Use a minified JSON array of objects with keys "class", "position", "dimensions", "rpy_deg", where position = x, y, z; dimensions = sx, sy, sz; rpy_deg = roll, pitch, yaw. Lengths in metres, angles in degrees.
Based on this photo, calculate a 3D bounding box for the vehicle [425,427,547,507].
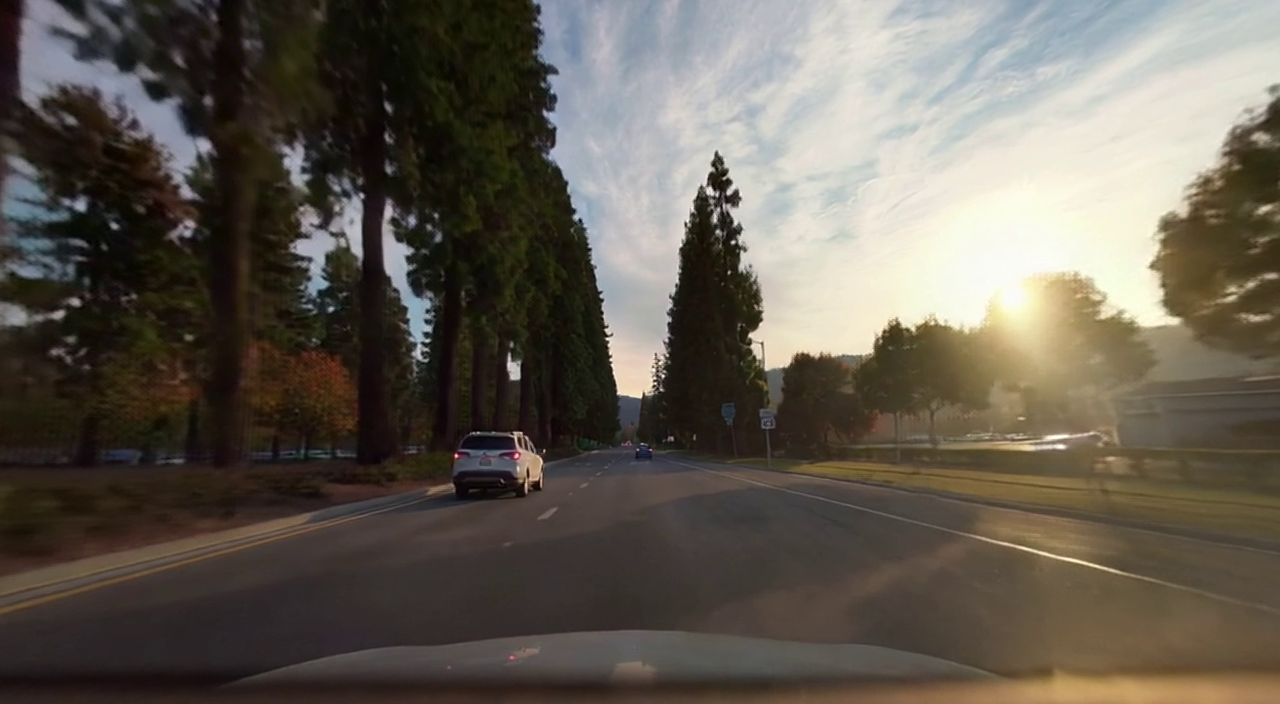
[{"class":"vehicle","position":[-3.758,2.884,16.281],"dimensions":[2.078,1.748,4.279],"rpy_deg":[0,-8,0]}]
